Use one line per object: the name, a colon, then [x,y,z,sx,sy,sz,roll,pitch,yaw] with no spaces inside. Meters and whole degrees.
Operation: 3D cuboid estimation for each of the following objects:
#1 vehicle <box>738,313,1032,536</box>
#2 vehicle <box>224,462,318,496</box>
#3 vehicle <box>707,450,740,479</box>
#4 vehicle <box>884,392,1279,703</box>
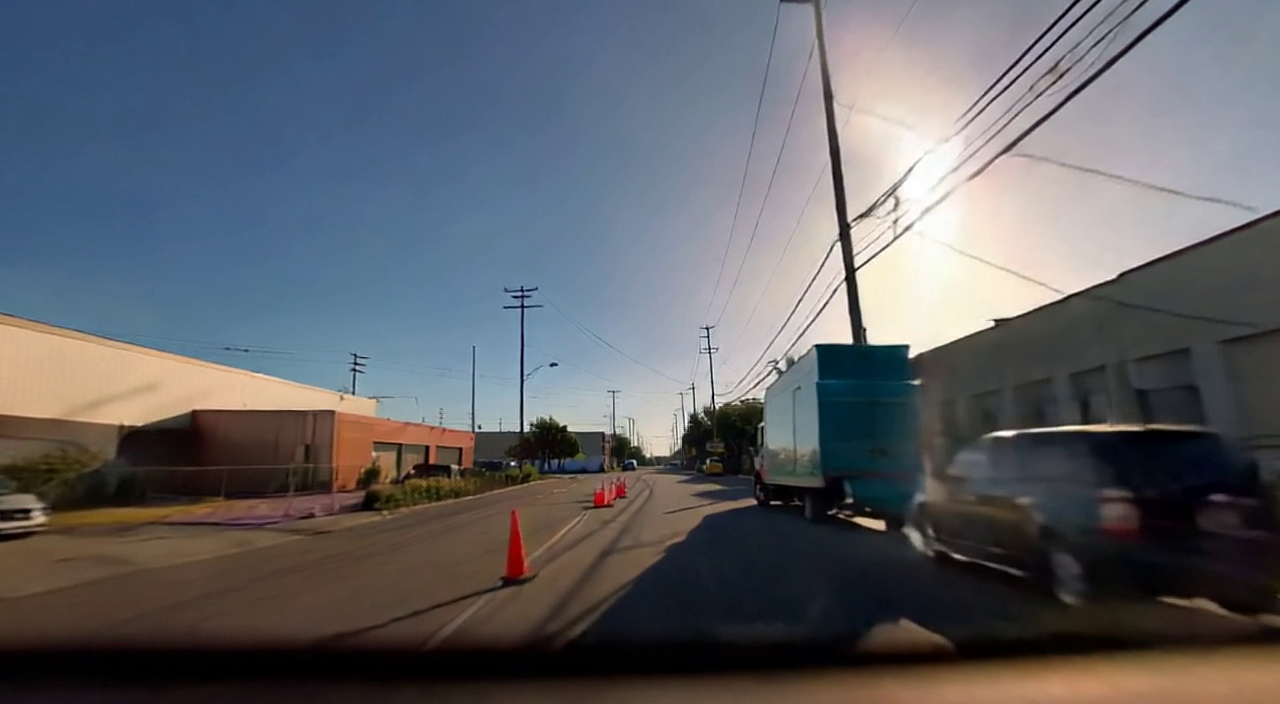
vehicle: [4.153,1.697,13.170,3.058,3.269,7.674,-1,-10,1]
vehicle: [-22.544,7.749,38.749,4.417,1.867,2.030,1,-9,-5]
vehicle: [6.098,8.249,46.656,2.010,1.985,5.124,-1,-9,3]
vehicle: [4.100,1.394,5.697,1.892,1.696,4.332,0,-9,-3]
